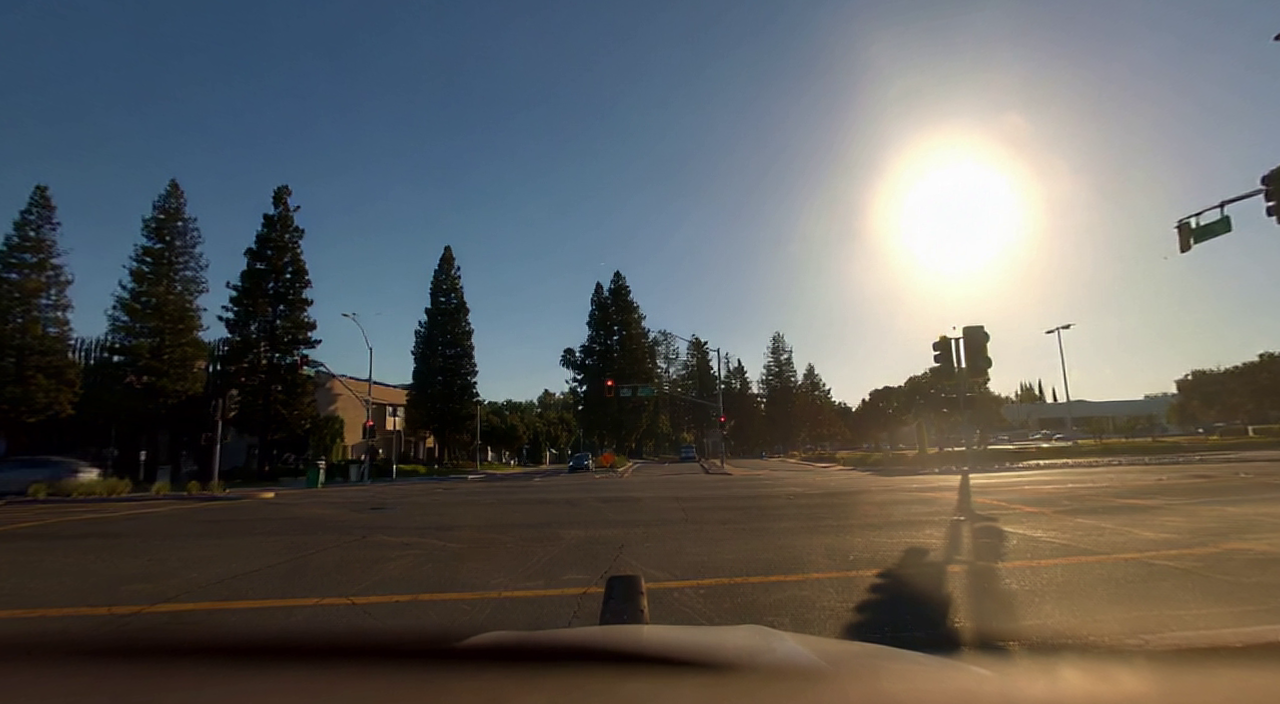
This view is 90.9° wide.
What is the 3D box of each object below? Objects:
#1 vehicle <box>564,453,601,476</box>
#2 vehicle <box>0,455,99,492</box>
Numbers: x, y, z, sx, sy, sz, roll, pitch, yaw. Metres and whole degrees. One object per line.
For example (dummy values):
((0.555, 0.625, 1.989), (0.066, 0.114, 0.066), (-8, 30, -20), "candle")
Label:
((-4.467, 8.842, 49.837), (2.030, 1.704, 4.205), (-1, -8, 7), "vehicle")
((-33.374, 6.584, 34.319), (5.762, 1.886, 2.241), (0, -8, 2), "vehicle")
